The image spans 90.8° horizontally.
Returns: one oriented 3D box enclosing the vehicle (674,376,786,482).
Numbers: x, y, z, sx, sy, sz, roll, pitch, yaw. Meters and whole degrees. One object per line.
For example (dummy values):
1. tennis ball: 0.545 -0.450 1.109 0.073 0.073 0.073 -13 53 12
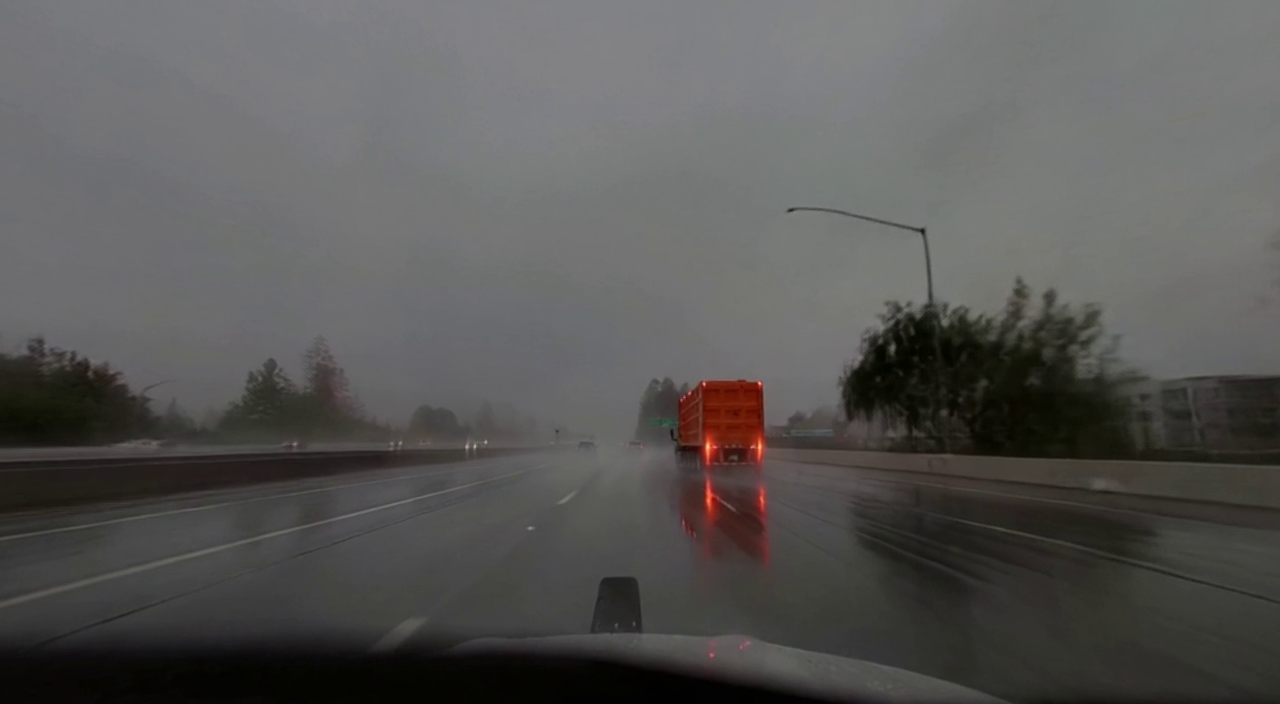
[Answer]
1. vehicle: 3.307 3.385 26.658 2.966 3.586 10.563 0 -9 -1
